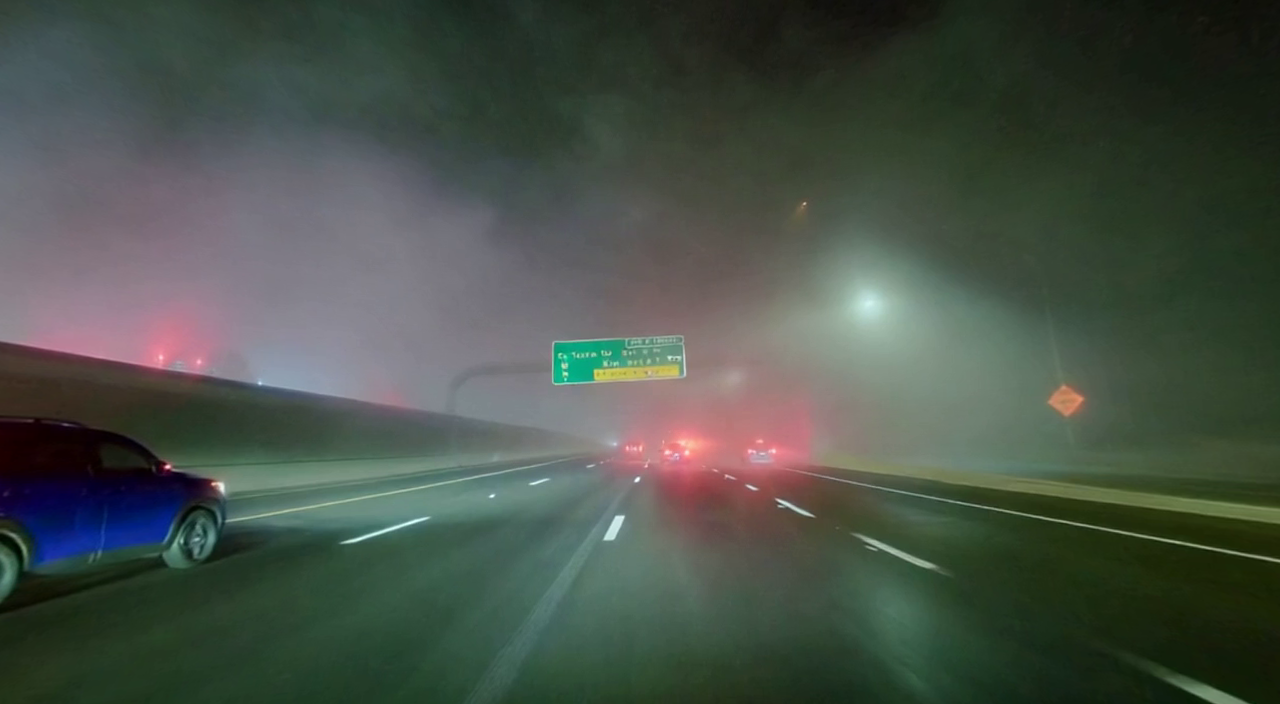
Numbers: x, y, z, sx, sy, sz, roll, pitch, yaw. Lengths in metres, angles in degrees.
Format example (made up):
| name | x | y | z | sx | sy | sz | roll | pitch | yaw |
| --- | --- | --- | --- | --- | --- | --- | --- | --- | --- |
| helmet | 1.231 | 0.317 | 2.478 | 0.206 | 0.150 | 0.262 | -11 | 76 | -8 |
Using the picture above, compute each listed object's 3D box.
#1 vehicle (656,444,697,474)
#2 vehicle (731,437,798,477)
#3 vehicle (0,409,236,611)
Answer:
| name | x | y | z | sx | sy | sz | roll | pitch | yaw |
| --- | --- | --- | --- | --- | --- | --- | --- | --- | --- |
| vehicle | 1.939 | 5.942 | 35.424 | 2.108 | 1.509 | 5.059 | 0 | -8 | 1 |
| vehicle | 5.666 | 4.844 | 29.471 | 2.184 | 1.712 | 4.856 | 0 | -8 | 0 |
| vehicle | -6.254 | 1.413 | 5.931 | 2.000 | 1.646 | 4.201 | 0 | -8 | 2 |
